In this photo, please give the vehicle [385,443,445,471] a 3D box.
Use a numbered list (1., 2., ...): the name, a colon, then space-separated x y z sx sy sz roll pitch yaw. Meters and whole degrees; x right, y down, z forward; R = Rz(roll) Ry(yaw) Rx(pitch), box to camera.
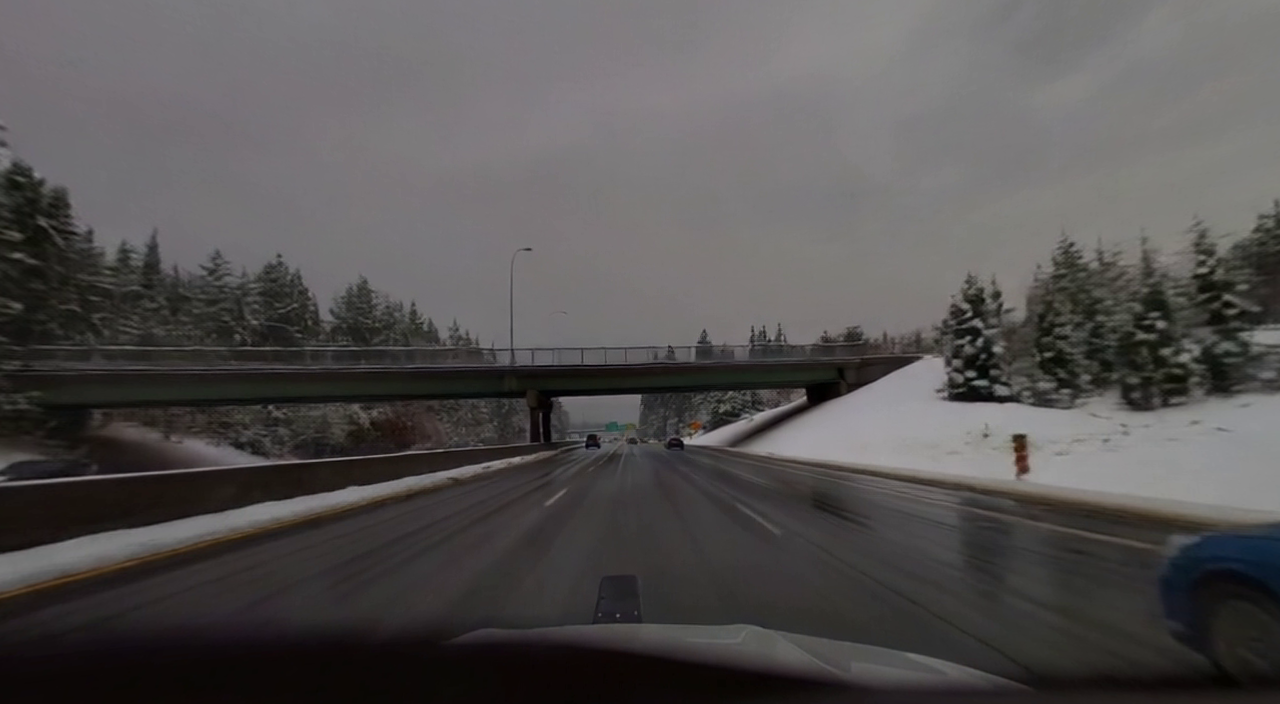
1. vehicle: -13.071 6.077 36.842 1.885 1.481 4.510 0 -8 -1
